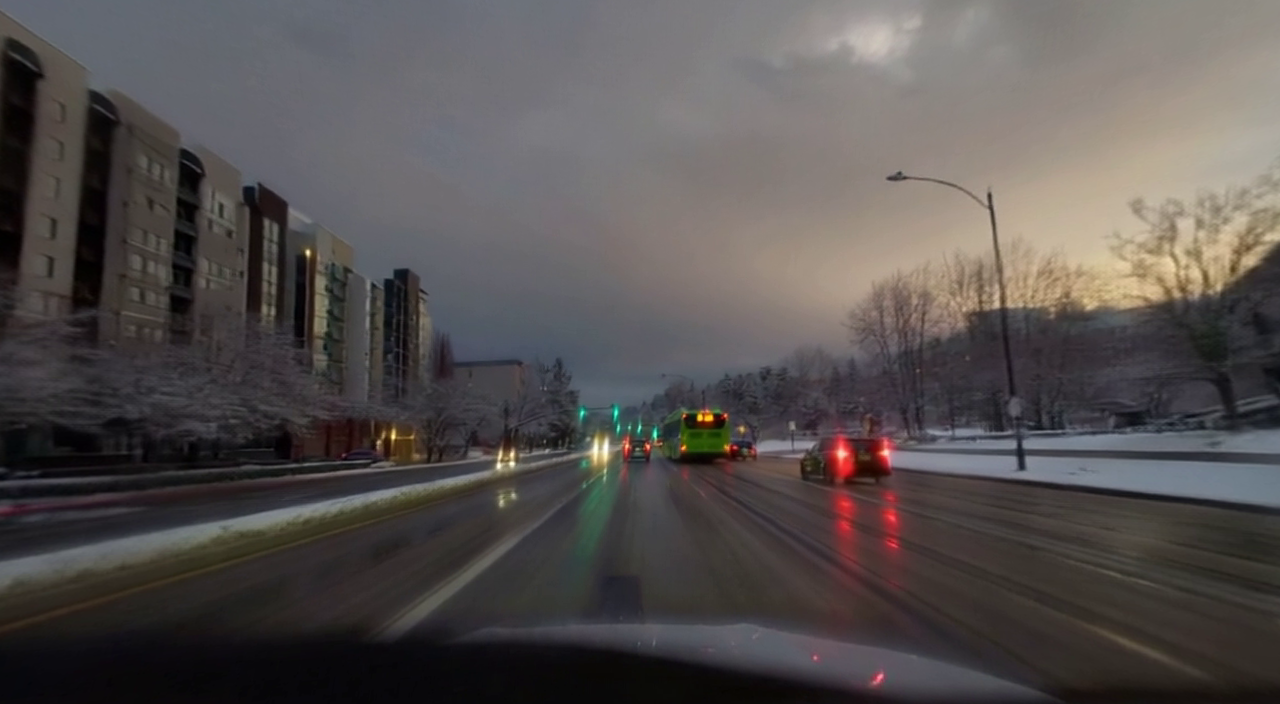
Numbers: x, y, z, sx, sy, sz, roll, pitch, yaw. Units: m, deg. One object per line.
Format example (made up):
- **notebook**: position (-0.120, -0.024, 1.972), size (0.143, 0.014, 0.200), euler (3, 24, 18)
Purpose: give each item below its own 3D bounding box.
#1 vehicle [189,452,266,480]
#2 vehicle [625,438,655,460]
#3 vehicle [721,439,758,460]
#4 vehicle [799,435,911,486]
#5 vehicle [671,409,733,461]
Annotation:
- **vehicle**: position (-28.965, 7.993, 44.626), size (2.039, 1.777, 5.029), euler (0, -9, 0)
- **vehicle**: position (-0.004, 7.073, 46.091), size (2.145, 1.572, 4.021), euler (0, -9, 0)
- **vehicle**: position (7.320, 7.247, 46.957), size (1.886, 1.474, 4.495), euler (0, -9, -2)
- **vehicle**: position (6.719, 3.454, 20.325), size (1.992, 1.447, 4.414), euler (0, -9, -1)
- **vehicle**: position (4.223, 6.042, 45.201), size (2.760, 3.325, 9.045), euler (1, -9, -5)
